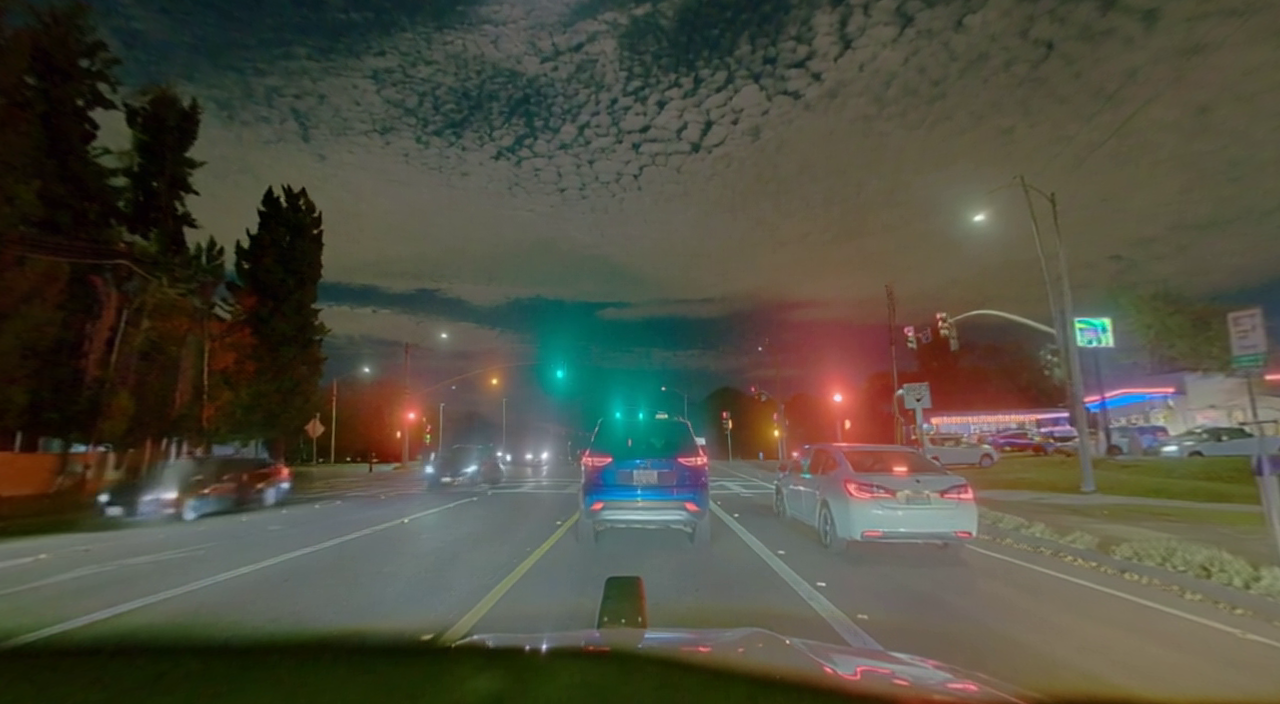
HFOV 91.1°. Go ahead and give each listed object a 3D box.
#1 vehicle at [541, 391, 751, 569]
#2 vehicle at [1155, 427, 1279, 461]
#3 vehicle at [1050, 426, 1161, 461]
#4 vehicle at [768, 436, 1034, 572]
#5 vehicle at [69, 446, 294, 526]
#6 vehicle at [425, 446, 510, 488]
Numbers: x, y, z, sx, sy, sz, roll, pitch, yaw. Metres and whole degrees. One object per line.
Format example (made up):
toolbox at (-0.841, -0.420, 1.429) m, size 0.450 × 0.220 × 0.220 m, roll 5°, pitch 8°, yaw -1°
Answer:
vehicle at (0.030, 1.720, 9.074) m, size 2.296 × 1.947 × 4.168 m, roll 0°, pitch -9°, yaw -1°
vehicle at (25.898, 4.081, 27.854) m, size 4.420 × 1.469 × 1.807 m, roll 0°, pitch -8°, yaw 0°
vehicle at (26.605, 5.228, 35.989) m, size 4.704 × 1.919 × 2.130 m, roll 0°, pitch -9°, yaw -3°
vehicle at (3.351, 2.021, 9.225) m, size 1.900 × 1.478 × 4.425 m, roll 0°, pitch -9°, yaw -2°
vehicle at (-10.569, 3.061, 15.083) m, size 1.772 × 1.561 × 4.773 m, roll 0°, pitch -8°, yaw 0°
vehicle at (-6.647, 4.463, 24.791) m, size 1.981 × 1.478 × 4.701 m, roll 0°, pitch -9°, yaw 1°
